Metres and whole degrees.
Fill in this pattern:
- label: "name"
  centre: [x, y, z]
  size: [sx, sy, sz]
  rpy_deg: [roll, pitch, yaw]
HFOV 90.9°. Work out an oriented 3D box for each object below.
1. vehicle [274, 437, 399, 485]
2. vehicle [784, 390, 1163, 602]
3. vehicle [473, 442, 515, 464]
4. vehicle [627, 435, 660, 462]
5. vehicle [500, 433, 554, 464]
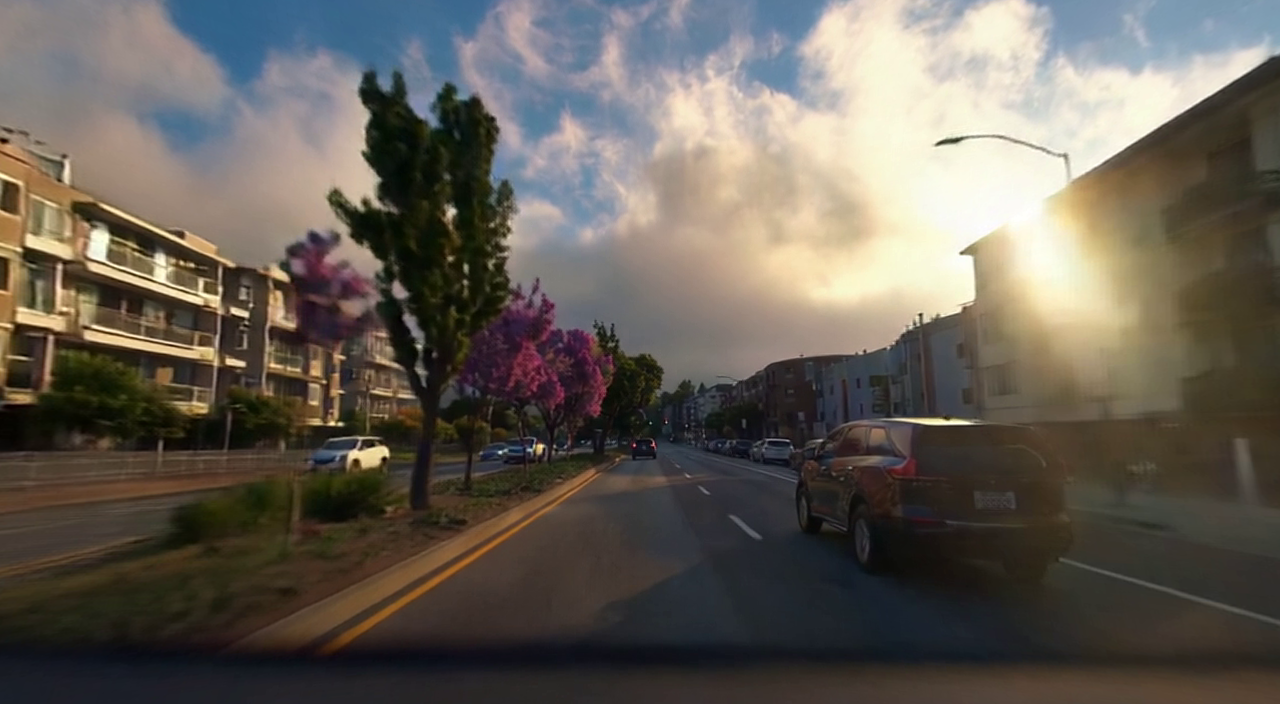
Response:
- label: "vehicle"
  centre: [-11.845, 4.286, 25.152]
  size: [2.191, 1.684, 5.428]
  rpy_deg: [0, -8, 1]
- label: "vehicle"
  centre: [3.284, 1.524, 7.563]
  size: [2.071, 1.747, 4.549]
  rpy_deg: [0, -8, 1]
- label: "vehicle"
  centre: [-10.989, 7.612, 47.746]
  size: [2.053, 1.545, 4.417]
  rpy_deg: [0, -8, 1]
- label: "vehicle"
  centre: [0.297, 6.974, 45.533]
  size: [2.244, 1.813, 4.129]
  rpy_deg: [0, -8, 2]
- label: "vehicle"
  centre: [-7.466, 6.465, 42.208]
  size: [2.249, 1.898, 5.815]
  rpy_deg: [0, -8, 3]
